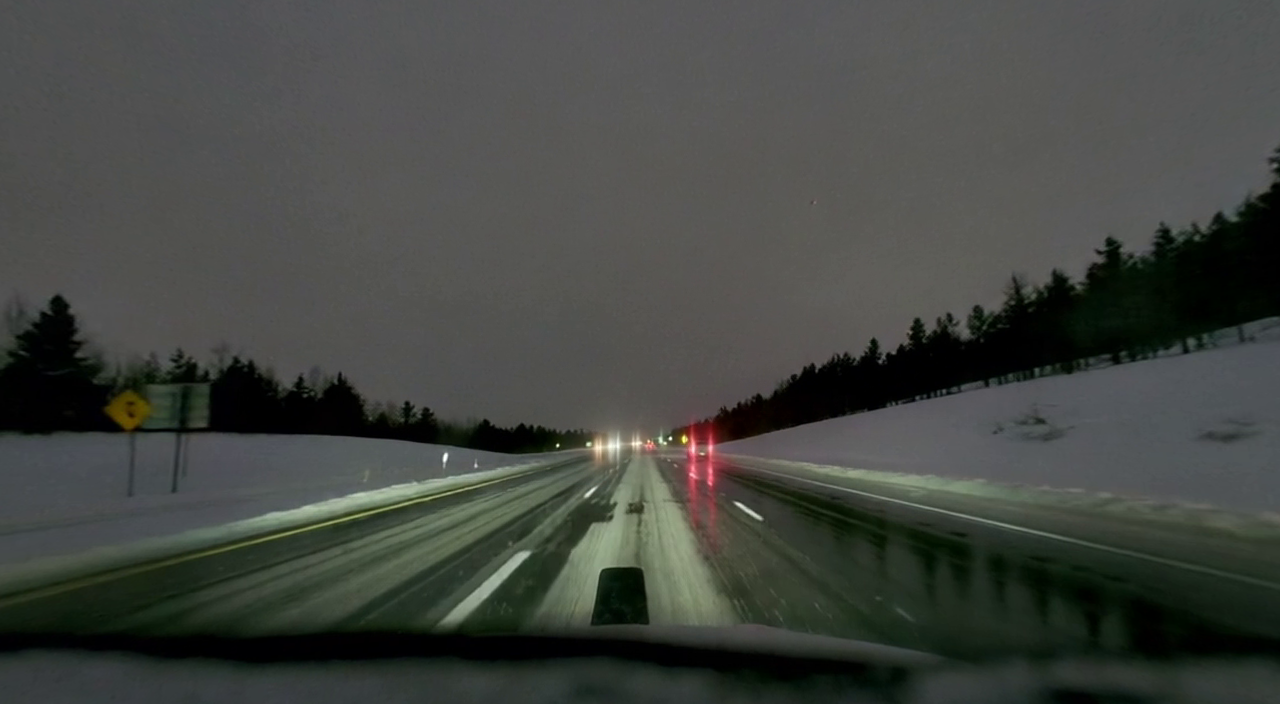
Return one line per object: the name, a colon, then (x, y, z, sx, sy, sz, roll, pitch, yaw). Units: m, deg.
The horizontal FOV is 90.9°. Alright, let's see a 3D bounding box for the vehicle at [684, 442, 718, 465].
vehicle: (4.232, 7.110, 44.479, 2.003, 1.520, 4.058, 0, -8, 0)
